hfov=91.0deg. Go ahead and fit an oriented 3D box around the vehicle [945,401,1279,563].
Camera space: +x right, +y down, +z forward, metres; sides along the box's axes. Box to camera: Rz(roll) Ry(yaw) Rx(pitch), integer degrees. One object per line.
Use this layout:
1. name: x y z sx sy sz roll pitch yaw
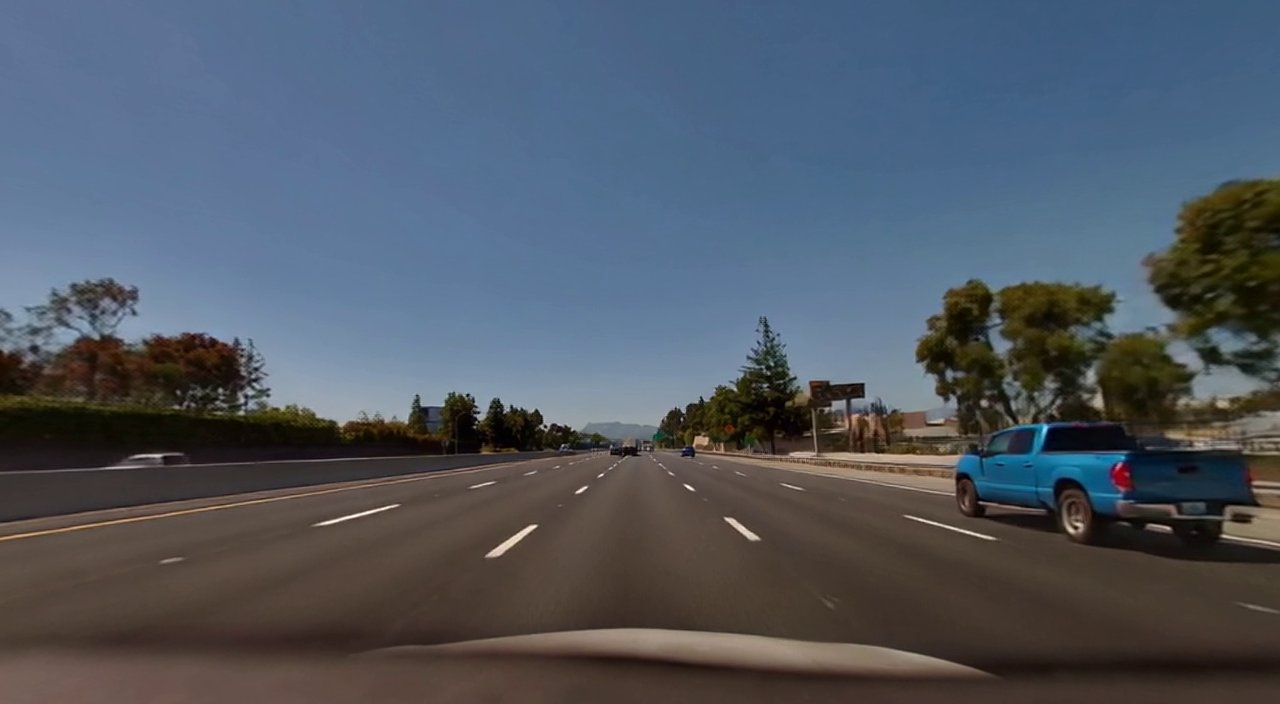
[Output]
1. vehicle: 6.741 1.773 9.294 2.096 1.767 4.601 0 -9 0
